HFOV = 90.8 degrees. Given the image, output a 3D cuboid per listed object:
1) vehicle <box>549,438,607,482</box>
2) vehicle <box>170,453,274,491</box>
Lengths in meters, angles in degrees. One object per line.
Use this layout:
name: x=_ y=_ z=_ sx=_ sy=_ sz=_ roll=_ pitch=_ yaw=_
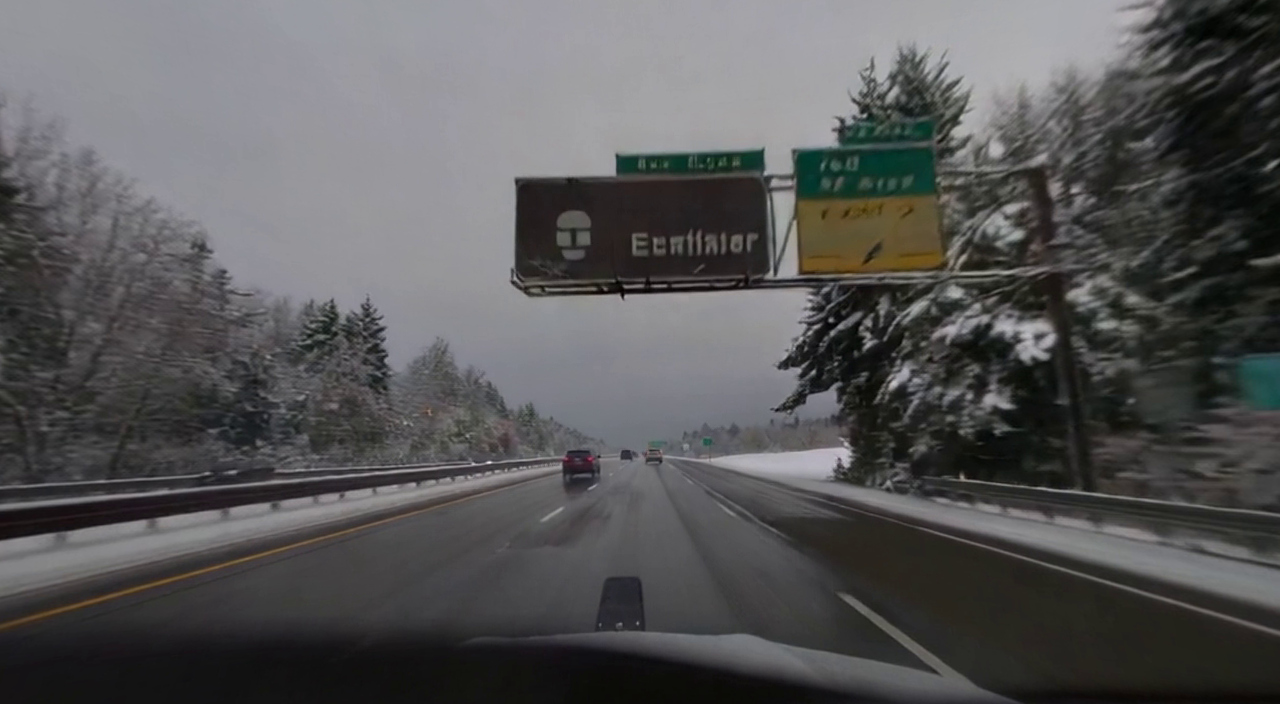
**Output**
vehicle: x=-2.782 y=4.955 z=29.113 sx=2.143 sy=1.853 sz=4.123 roll=-1 pitch=-9 yaw=2
vehicle: x=-20.471 y=5.880 z=31.197 sx=1.911 sy=1.690 sz=4.546 roll=0 pitch=-9 yaw=1
